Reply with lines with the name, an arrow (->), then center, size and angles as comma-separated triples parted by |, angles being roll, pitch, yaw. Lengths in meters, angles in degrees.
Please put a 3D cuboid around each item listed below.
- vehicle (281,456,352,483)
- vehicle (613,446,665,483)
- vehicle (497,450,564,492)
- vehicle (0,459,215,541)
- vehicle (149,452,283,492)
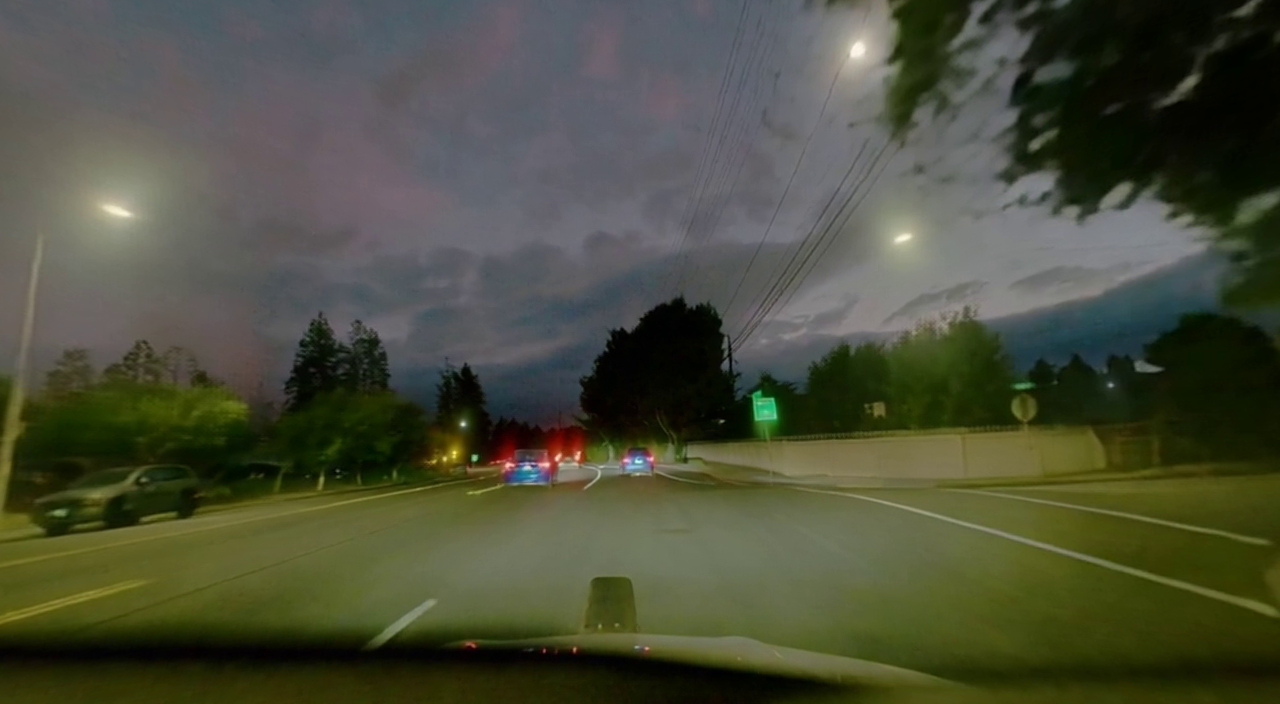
vehicle -> -22.129, 8.024, 43.309 | 3.836, 1.693, 1.849 | 0, -9, -7
vehicle -> -0.132, 5.145, 29.267 | 2.168, 1.504, 4.284 | 0, -9, -3
vehicle -> -4.053, 4.475, 24.138 | 1.913, 1.425, 4.235 | -1, -9, -2
vehicle -> -14.309, 3.925, 17.427 | 2.083, 1.817, 4.532 | -1, -9, -2
vehicle -> -23.081, 6.553, 34.593 | 5.681, 1.954, 2.200 | -1, -9, -1
